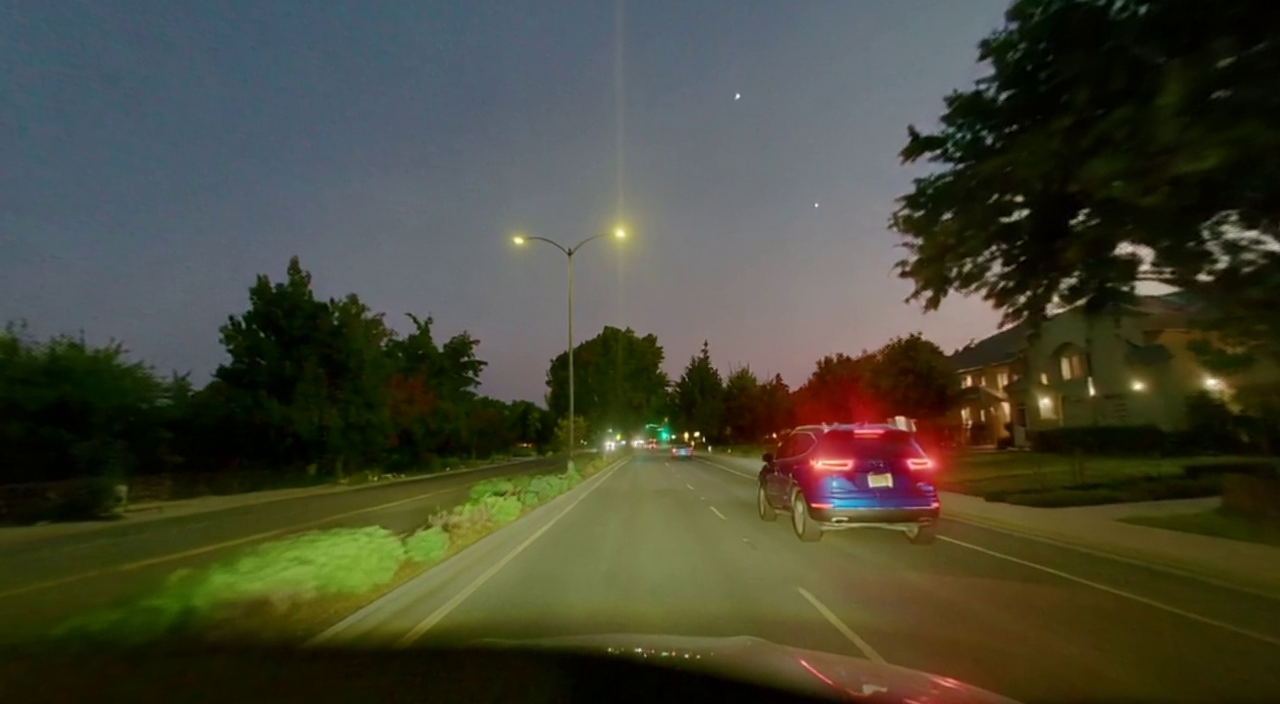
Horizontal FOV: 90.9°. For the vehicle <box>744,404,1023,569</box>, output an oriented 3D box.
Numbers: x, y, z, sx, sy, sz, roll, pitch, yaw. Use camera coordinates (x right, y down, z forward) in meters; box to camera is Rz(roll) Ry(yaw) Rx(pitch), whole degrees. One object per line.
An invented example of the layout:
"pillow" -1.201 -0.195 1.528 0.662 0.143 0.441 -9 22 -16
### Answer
"vehicle" 3.039 1.807 9.239 2.180 1.773 4.639 0 -8 -1
